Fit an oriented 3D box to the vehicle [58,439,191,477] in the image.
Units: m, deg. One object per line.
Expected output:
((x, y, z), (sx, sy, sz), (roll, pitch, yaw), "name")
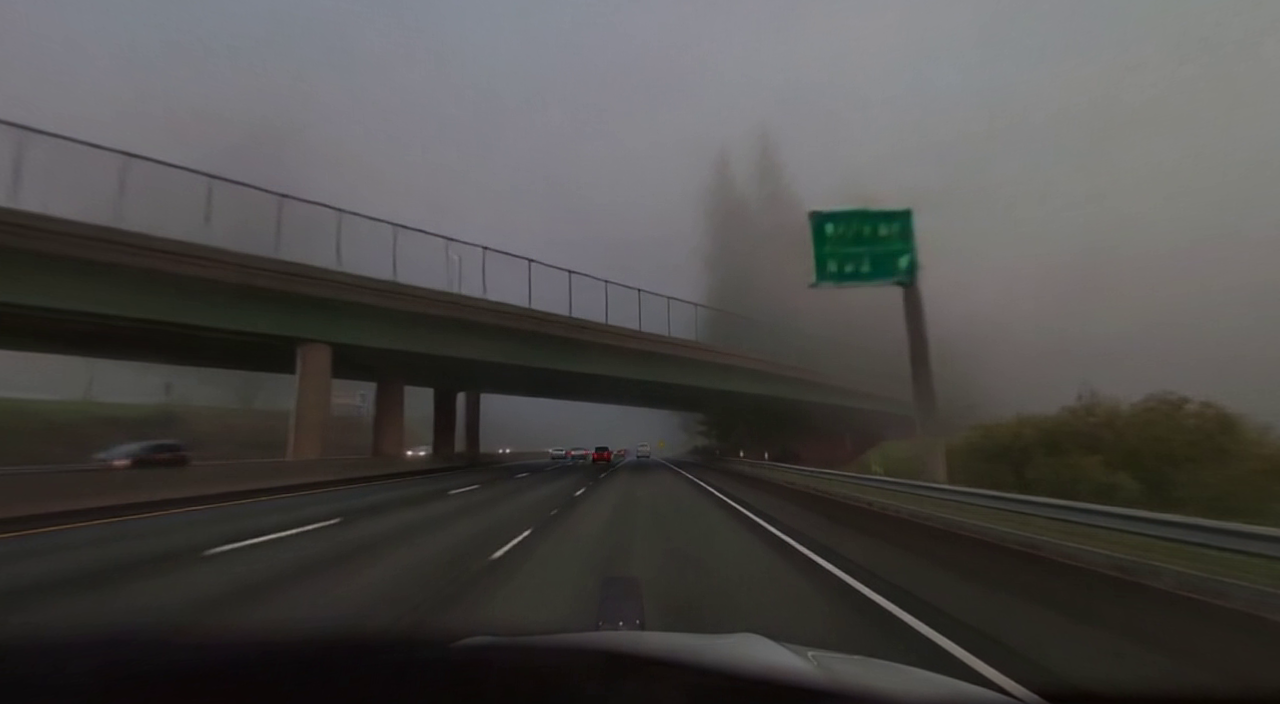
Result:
((-28.702, 5.942, 35.453), (2.284, 1.914, 6.108), (0, -9, 1), "vehicle")
